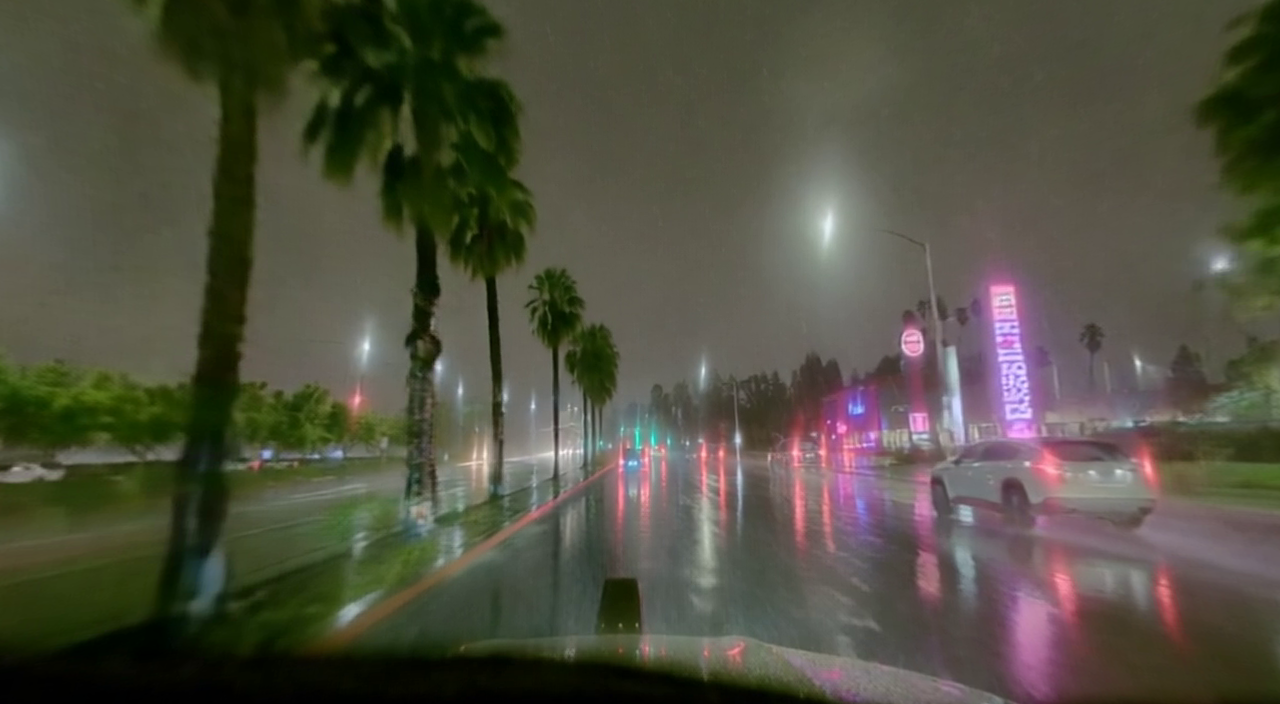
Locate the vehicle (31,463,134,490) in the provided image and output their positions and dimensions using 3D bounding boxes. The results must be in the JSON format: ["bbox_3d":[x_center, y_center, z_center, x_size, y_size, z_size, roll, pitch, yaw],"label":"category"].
[{"bbox_3d":[-33.420,7.457,37.816,4.389,1.448,1.925,0,-8,2],"label":"vehicle"}]

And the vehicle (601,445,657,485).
[{"bbox_3d":[-0.400,4.231,23.898,1.970,1.402,3.756,0,-8,0],"label":"vehicle"}]

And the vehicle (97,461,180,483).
[{"bbox_3d":[-33.871,8.110,42.543,4.047,1.400,1.866,-1,-8,3],"label":"vehicle"}]

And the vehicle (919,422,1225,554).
[{"bbox_3d":[6.335,2.000,9.936,1.949,1.647,3.894,0,-8,-2],"label":"vehicle"}]
